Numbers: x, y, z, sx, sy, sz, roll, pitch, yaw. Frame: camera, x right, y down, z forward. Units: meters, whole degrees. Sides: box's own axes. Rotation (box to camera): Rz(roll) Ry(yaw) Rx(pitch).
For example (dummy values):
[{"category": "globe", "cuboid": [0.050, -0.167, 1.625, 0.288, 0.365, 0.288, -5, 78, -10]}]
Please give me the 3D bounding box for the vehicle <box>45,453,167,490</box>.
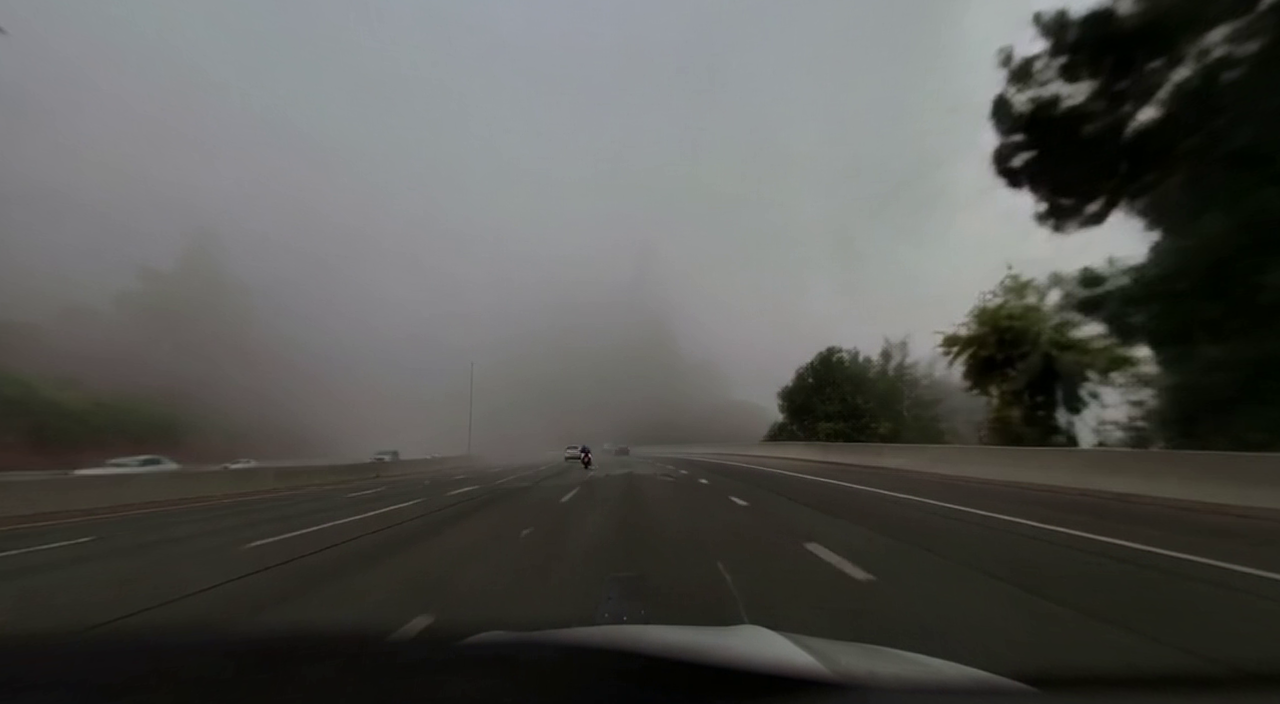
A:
[{"category": "vehicle", "cuboid": [-26.416, 5.877, 31.465, 2.216, 1.591, 4.677, 0, -8, -4]}]
